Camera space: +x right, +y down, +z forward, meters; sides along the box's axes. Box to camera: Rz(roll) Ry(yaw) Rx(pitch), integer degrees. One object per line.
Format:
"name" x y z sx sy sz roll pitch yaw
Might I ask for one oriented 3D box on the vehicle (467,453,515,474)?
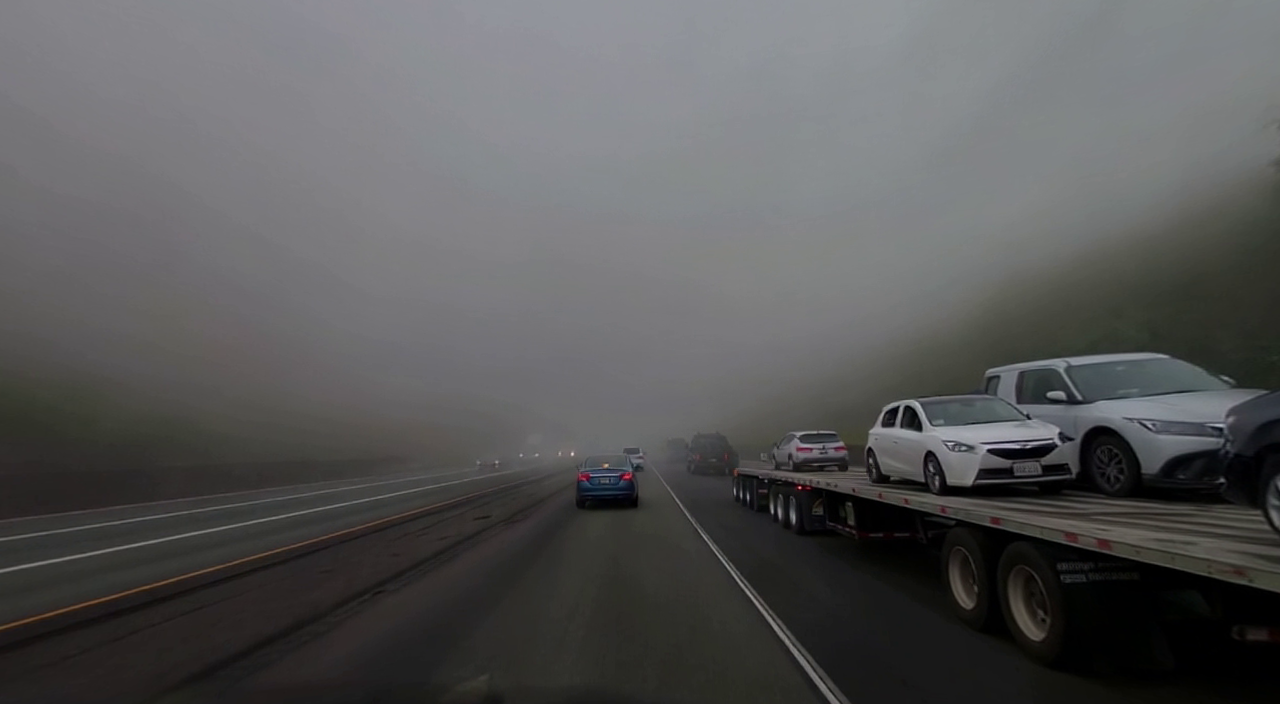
"vehicle" -11.580 8.720 49.375 2.431 1.508 4.935 0 -9 1

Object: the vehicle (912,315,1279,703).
"vehicle" 3.482 0.911 3.452 1.959 1.783 4.407 0 -9 0

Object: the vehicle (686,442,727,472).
"vehicle" 3.887 6.210 37.473 1.938 1.660 4.223 0 -9 -1

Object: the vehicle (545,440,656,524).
"vehicle" -0.695 2.627 13.183 1.991 1.466 3.675 0 -9 0

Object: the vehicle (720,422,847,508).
"vehicle" 3.429 2.812 15.991 2.303 1.889 3.920 0 -9 0
